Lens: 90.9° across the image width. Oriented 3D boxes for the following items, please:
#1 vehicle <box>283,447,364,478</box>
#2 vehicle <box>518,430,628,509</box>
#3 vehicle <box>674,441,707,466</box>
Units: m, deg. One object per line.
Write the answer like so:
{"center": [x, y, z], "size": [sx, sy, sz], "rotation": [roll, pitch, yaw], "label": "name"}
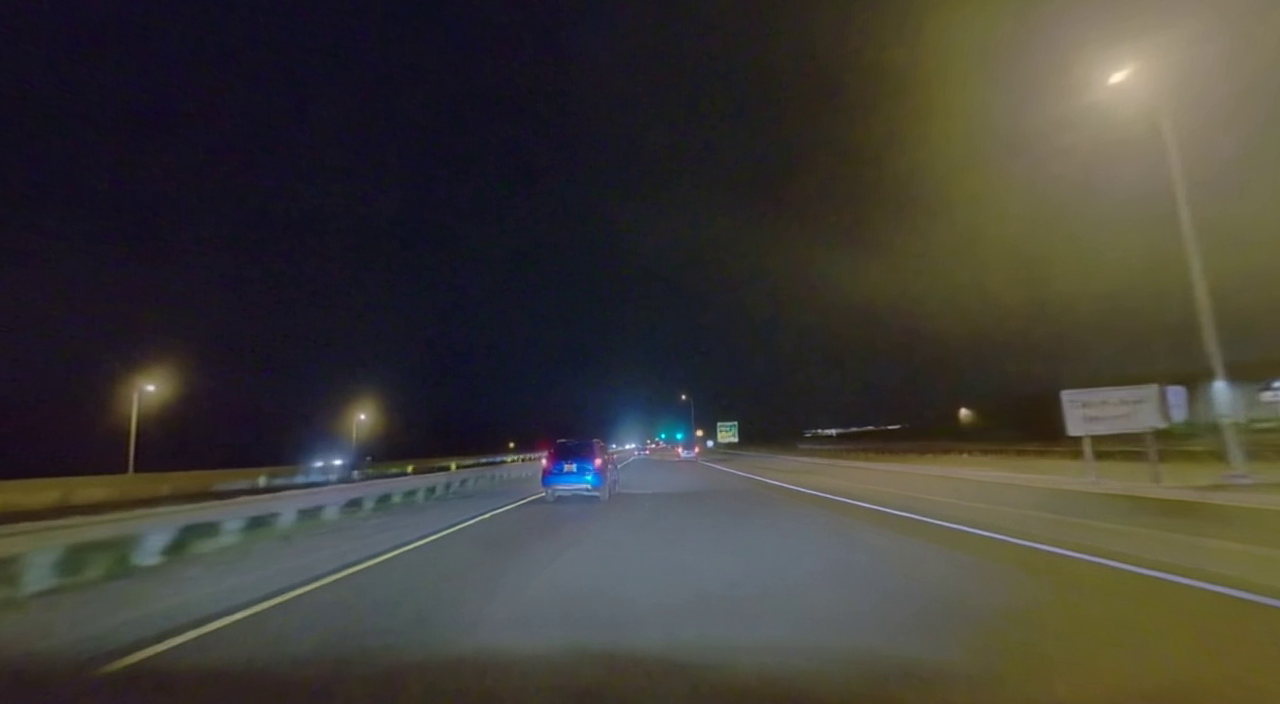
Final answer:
{"center": [-18.626, 6.487, 37.410], "size": [2.039, 1.710, 5.085], "rotation": [-1, -8, 1], "label": "vehicle"}
{"center": [-1.526, 2.920, 16.169], "size": [2.143, 1.693, 4.513], "rotation": [-1, -8, 2], "label": "vehicle"}
{"center": [3.544, 7.192, 44.890], "size": [2.073, 1.621, 3.993], "rotation": [-1, -8, 1], "label": "vehicle"}
